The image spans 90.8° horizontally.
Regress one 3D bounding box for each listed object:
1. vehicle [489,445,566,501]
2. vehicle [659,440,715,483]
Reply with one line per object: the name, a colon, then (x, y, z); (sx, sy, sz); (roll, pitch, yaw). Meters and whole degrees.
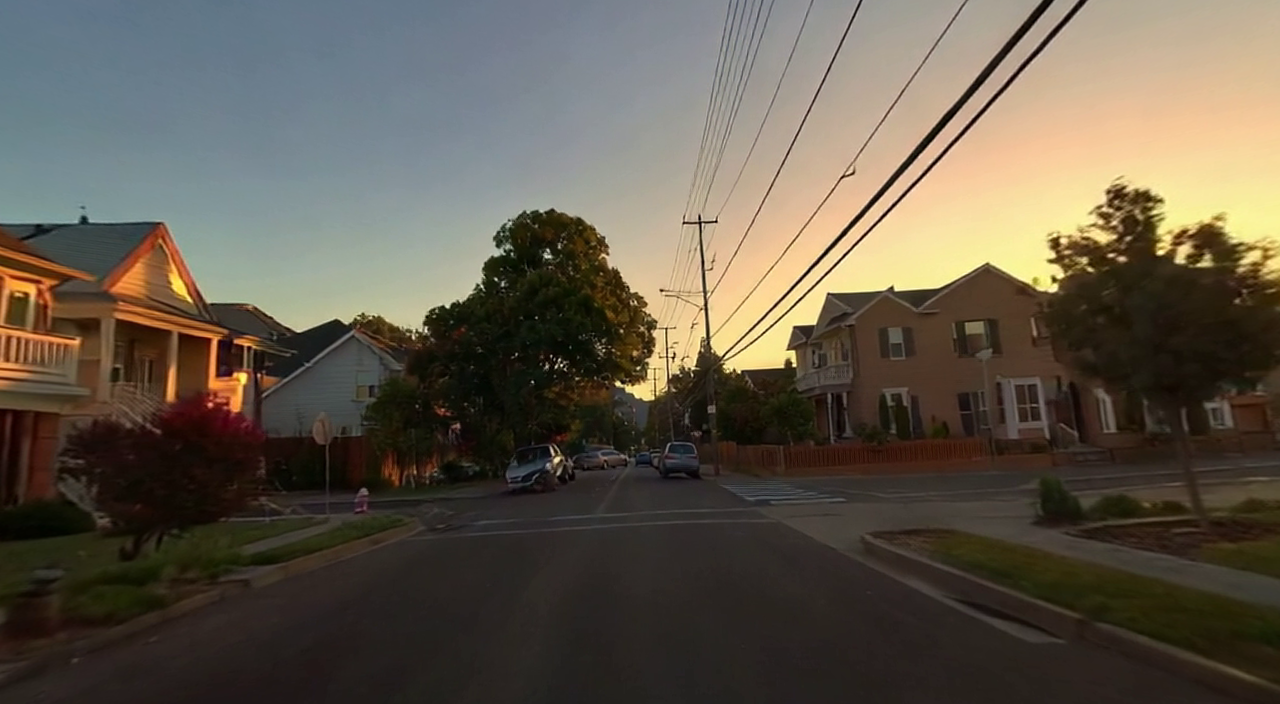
vehicle: (-4.070, 4.406, 23.573); (2.082, 1.759, 4.541); (-2, -8, -1)
vehicle: (2.181, 5.283, 30.847); (2.129, 1.873, 4.471); (-1, -8, -3)
